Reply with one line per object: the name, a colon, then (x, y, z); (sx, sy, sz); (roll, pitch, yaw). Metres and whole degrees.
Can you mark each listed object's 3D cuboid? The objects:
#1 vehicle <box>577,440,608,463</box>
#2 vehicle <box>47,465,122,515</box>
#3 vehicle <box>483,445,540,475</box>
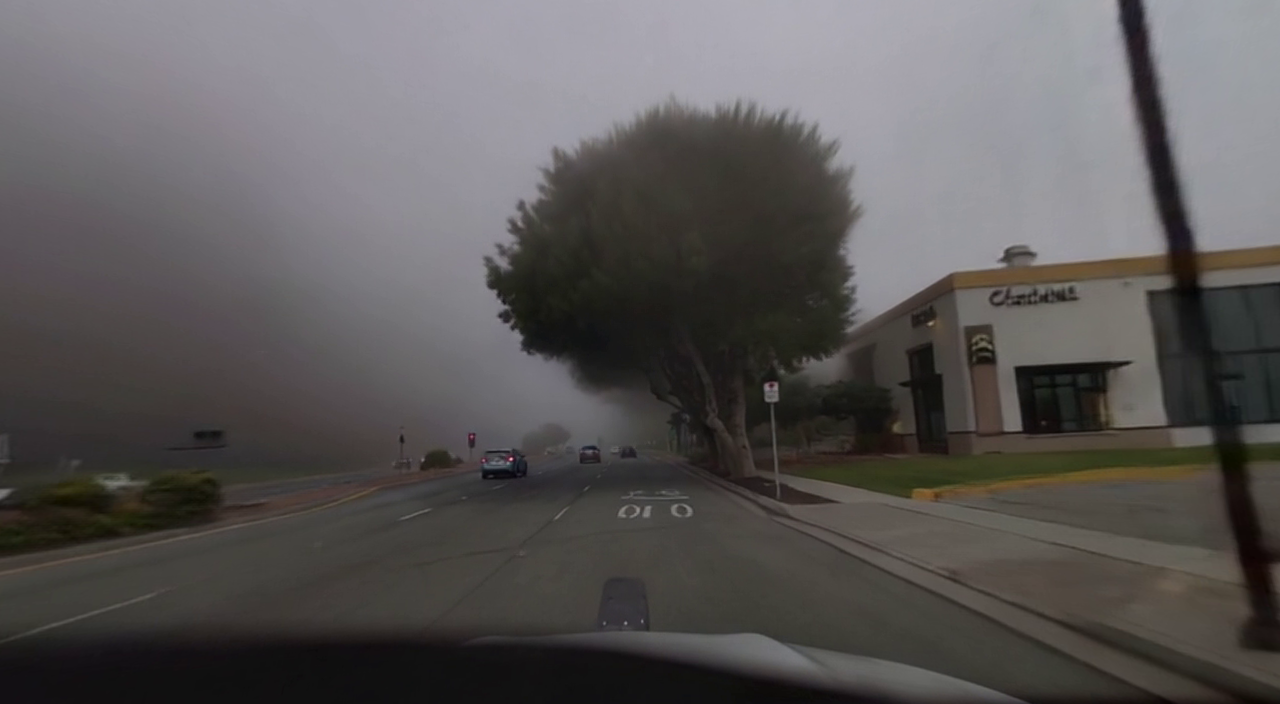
vehicle: (-3.587, 7.612, 48.196); (2.100, 1.661, 3.837); (-1, -9, 0)
vehicle: (-23.275, 5.673, 26.397); (2.073, 1.734, 4.615); (7, -11, -42)
vehicle: (-6.565, 5.546, 32.615); (2.072, 1.427, 4.328); (-1, -9, 0)
